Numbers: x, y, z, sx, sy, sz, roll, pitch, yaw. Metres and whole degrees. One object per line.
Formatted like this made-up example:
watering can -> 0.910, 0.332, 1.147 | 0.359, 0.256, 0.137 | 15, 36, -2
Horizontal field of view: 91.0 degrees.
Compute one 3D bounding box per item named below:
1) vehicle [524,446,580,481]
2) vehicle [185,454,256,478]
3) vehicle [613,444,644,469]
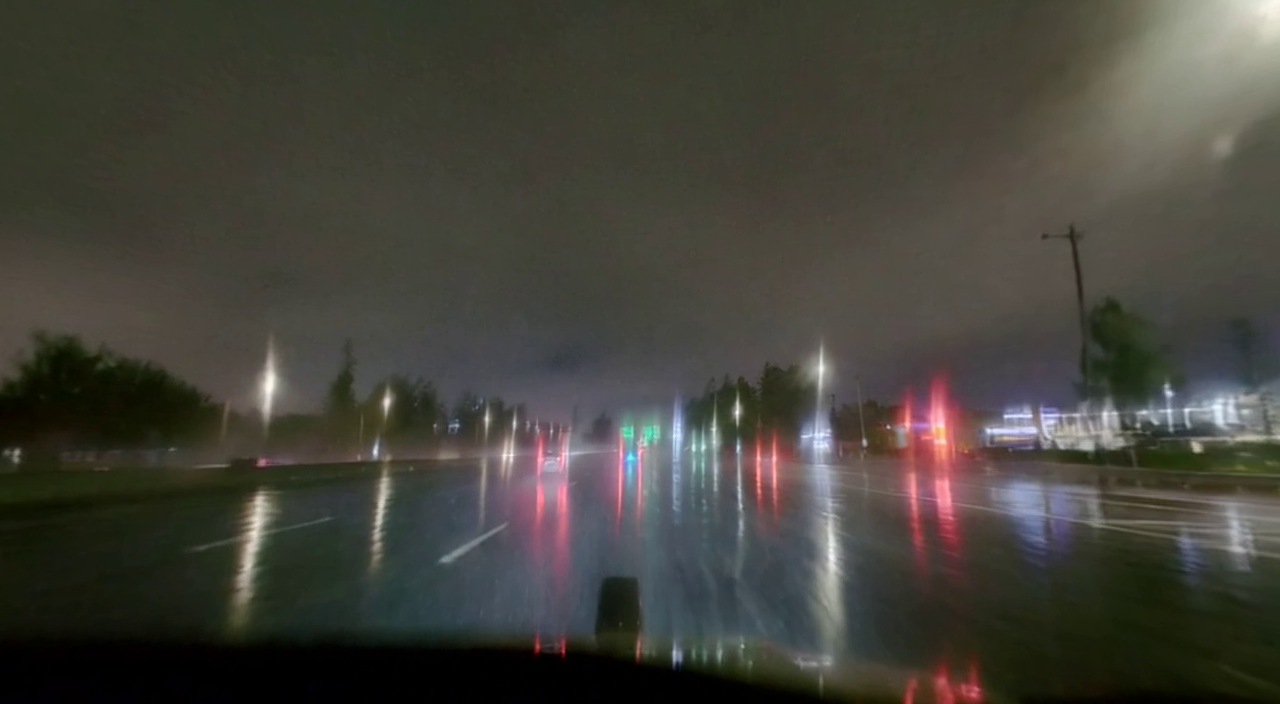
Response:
vehicle -> -4.267, 5.485, 31.268 | 2.071, 1.553, 4.388 | 0, -9, 1
vehicle -> -29.967, 8.136, 45.141 | 1.955, 1.593, 4.483 | 0, -9, 0
vehicle -> -0.779, 7.596, 45.790 | 2.102, 1.692, 4.057 | 0, -9, 1
